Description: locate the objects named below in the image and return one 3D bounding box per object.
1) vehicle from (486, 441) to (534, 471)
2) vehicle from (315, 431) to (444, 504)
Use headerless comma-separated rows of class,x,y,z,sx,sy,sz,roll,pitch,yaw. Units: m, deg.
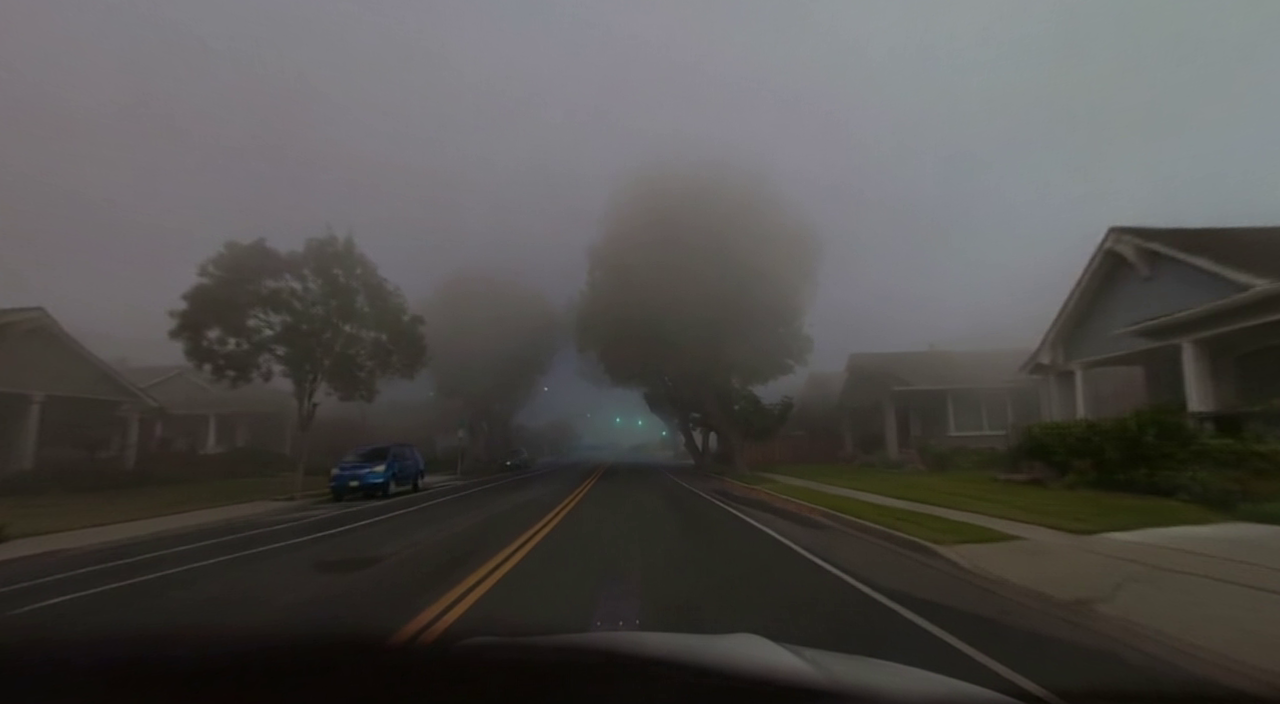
vehicle,-8.299,6.673,40.590,2.130,1.692,4.544,-3,-8,-1
vehicle,-7.637,3.413,19.102,2.209,1.807,4.432,-2,-9,-3
